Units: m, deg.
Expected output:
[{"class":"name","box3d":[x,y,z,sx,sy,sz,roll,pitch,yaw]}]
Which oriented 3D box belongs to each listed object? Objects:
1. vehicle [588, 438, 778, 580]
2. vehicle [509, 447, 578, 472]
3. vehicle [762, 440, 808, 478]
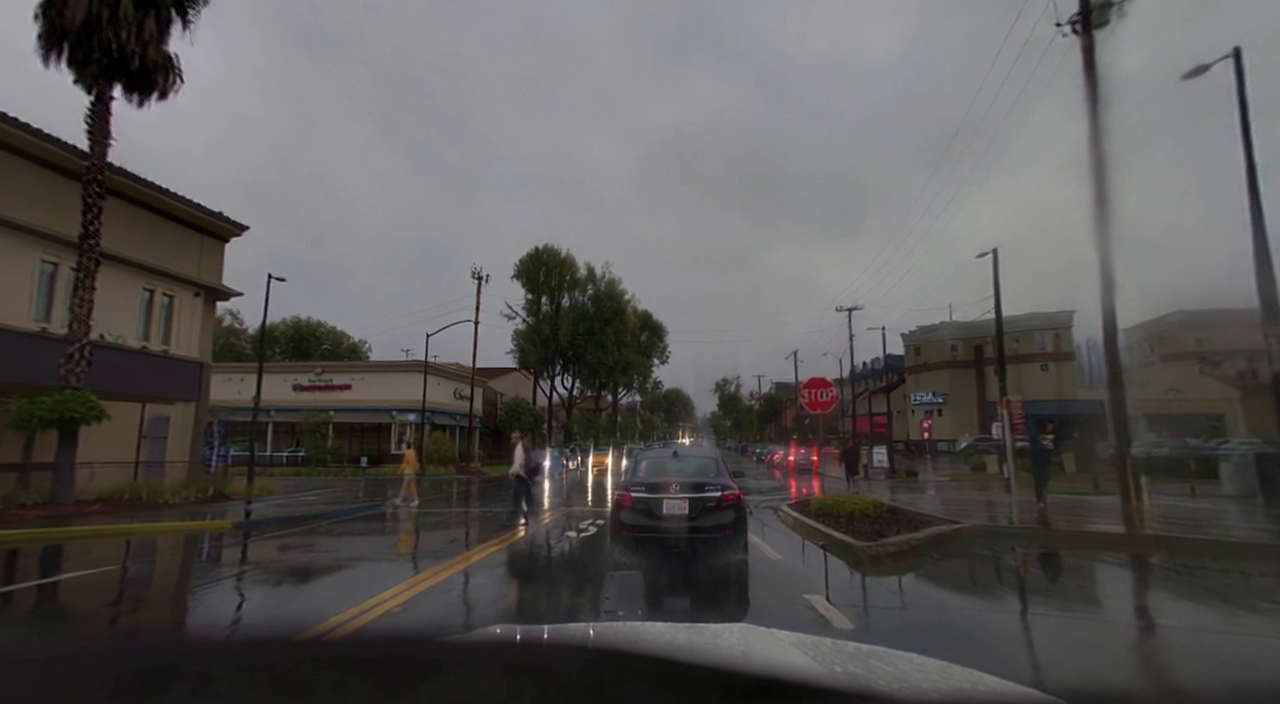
[{"class":"vehicle","box3d":[0.629,1.984,8.827,2.031,1.479,3.969,-1,-9,5]},{"class":"vehicle","box3d":[-6.913,7.726,45.639,4.529,1.682,1.895,6,-11,-36]},{"class":"vehicle","box3d":[9.391,6.899,40.956,2.467,2.369,1.577,6,-10,-35]}]
